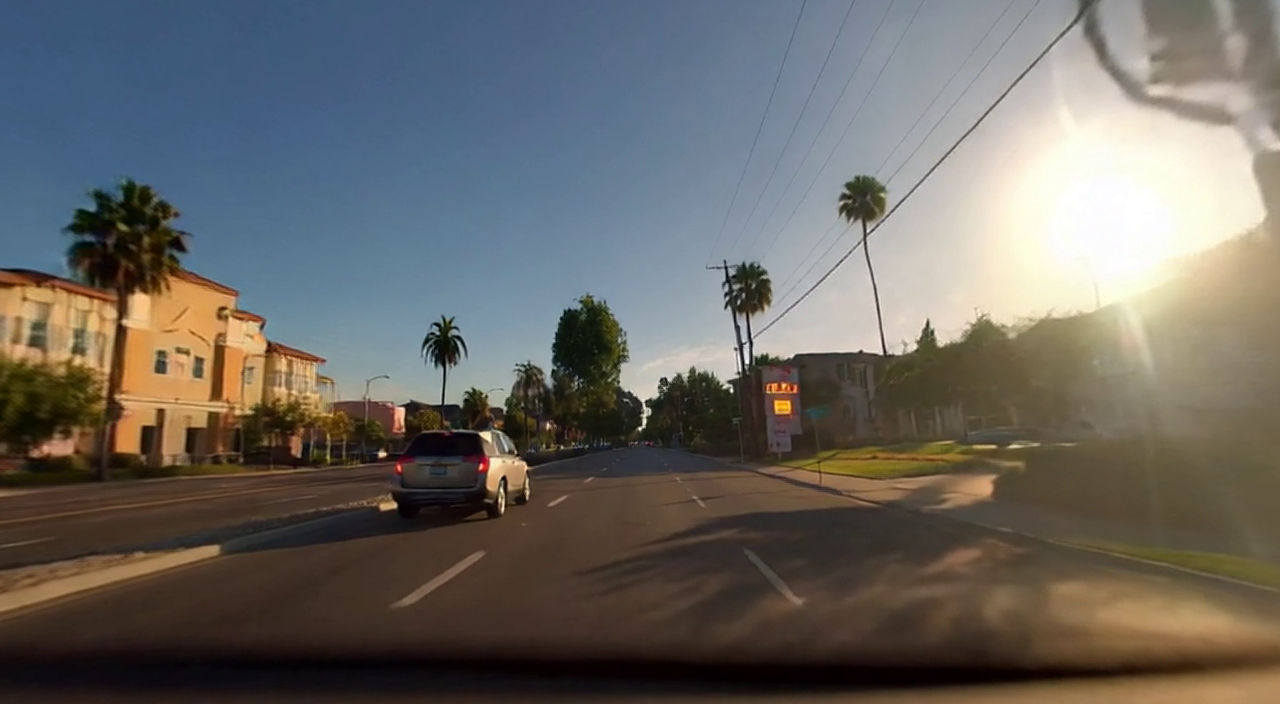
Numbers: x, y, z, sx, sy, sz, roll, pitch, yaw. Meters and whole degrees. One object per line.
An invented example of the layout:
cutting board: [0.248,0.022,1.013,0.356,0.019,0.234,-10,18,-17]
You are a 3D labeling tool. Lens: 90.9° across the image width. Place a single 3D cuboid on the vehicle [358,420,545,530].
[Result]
vehicle: [-3.295,2.245,12.183,2.062,1.693,4.669,0,-8,1]
